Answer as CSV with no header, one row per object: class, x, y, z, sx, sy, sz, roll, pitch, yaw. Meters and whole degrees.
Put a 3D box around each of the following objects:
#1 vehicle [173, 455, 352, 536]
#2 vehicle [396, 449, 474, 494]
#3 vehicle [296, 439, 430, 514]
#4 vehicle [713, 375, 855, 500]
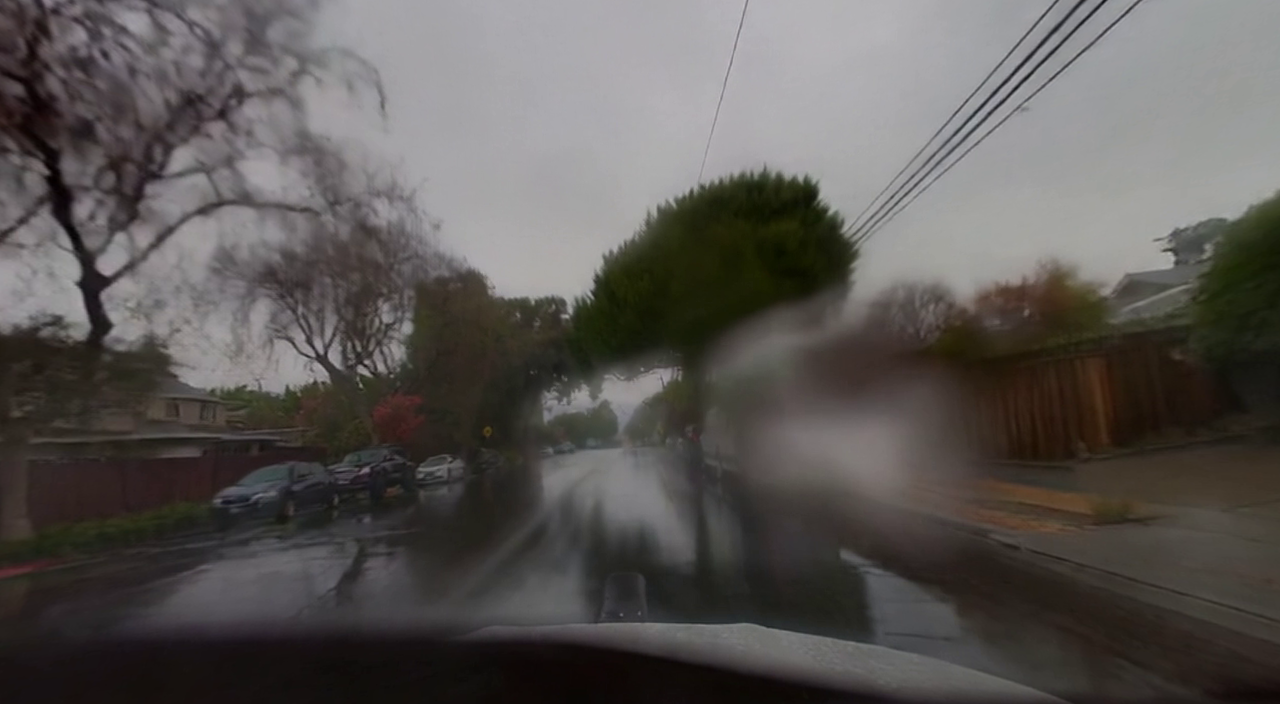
vehicle,-8.388,3.176,14.555,1.821,1.476,4.060,-2,-9,-3
vehicle,-8.390,4.863,26.167,1.839,1.384,4.124,-8,-8,-2
vehicle,-8.567,3.810,20.063,2.163,1.841,4.679,-6,-8,-2
vehicle,3.068,1.987,14.467,2.233,2.453,3.787,0,-9,-1
